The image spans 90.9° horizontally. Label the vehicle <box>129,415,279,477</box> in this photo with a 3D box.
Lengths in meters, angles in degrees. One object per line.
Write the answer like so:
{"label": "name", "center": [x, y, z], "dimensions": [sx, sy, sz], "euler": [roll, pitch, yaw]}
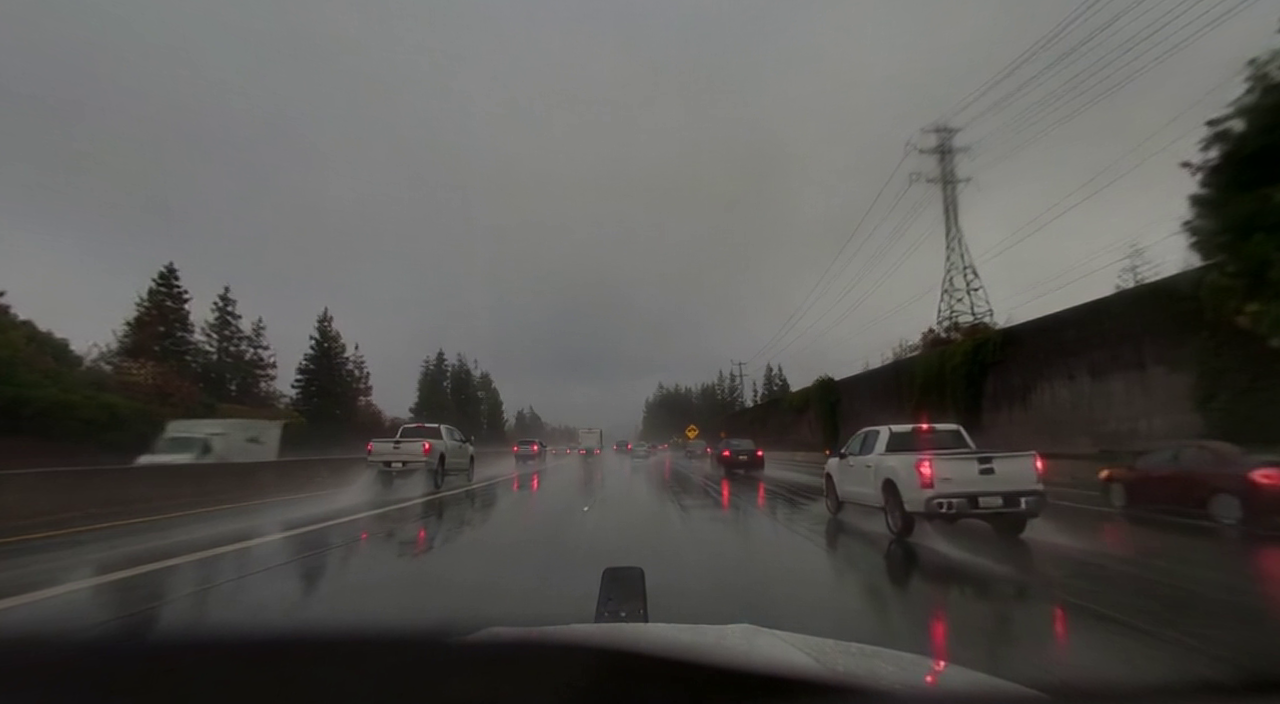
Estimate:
{"label": "vehicle", "center": [-18.315, 4.025, 27.019], "dimensions": [2.192, 2.362, 5.785], "euler": [0, -9, 1]}

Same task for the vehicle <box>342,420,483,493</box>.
{"label": "vehicle", "center": [-6.847, 3.239, 19.892], "dimensions": [2.269, 1.936, 5.777], "euler": [0, -9, 0]}

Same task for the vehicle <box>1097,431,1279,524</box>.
{"label": "vehicle", "center": [11.448, 2.273, 11.800], "dimensions": [2.117, 1.491, 4.830], "euler": [0, -9, 0]}

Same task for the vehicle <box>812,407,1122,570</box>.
{"label": "vehicle", "center": [4.022, 1.751, 8.813], "dimensions": [2.002, 1.691, 4.290], "euler": [0, -9, 0]}

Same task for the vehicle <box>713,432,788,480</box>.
{"label": "vehicle", "center": [4.380, 4.220, 25.831], "dimensions": [2.195, 1.778, 4.455], "euler": [0, -9, -1]}

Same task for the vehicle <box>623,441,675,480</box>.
{"label": "vehicle", "center": [0.335, 4.384, 25.715], "dimensions": [1.966, 1.444, 3.986], "euler": [0, -9, 0]}

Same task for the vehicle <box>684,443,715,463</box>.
{"label": "vehicle", "center": [4.288, 7.340, 45.953], "dimensions": [1.895, 1.429, 3.908], "euler": [0, -9, 0]}

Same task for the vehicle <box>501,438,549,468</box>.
{"label": "vehicle", "center": [-6.825, 6.026, 37.894], "dimensions": [1.978, 1.680, 4.263], "euler": [0, -9, 1]}

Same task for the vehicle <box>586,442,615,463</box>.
{"label": "vehicle", "center": [-2.991, 7.653, 48.205], "dimensions": [1.904, 1.479, 4.274], "euler": [0, -9, 0]}
